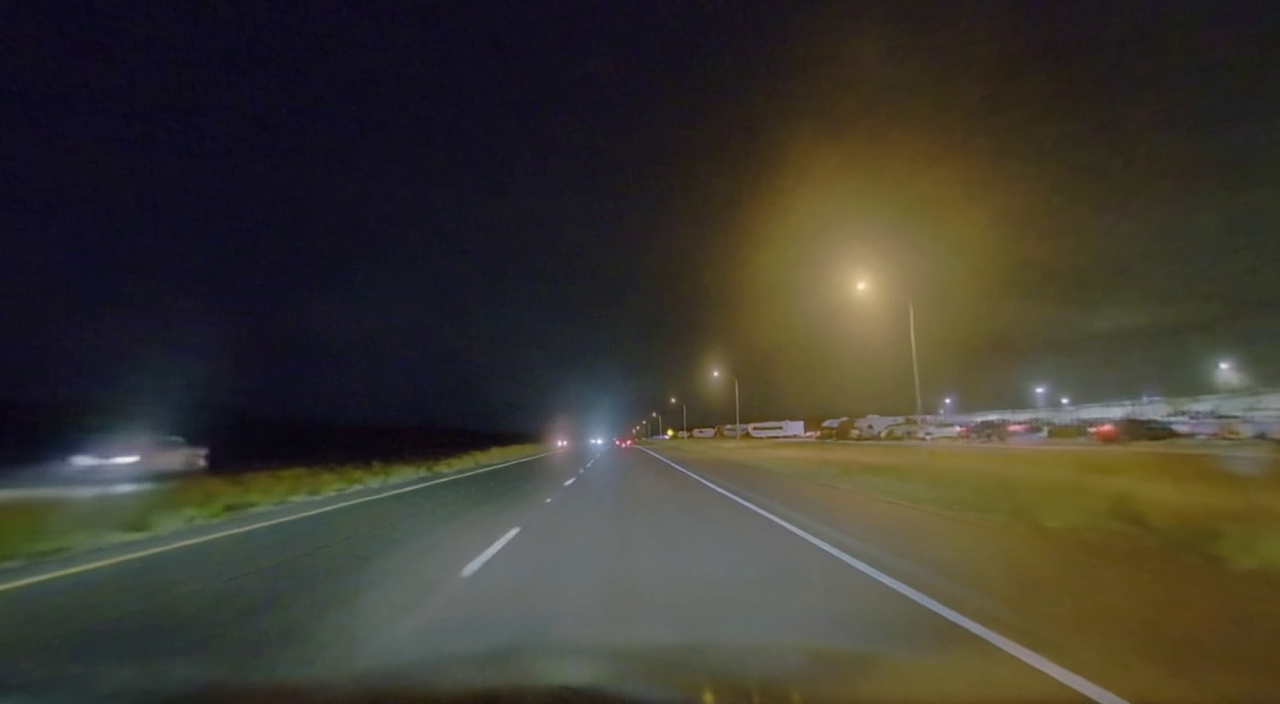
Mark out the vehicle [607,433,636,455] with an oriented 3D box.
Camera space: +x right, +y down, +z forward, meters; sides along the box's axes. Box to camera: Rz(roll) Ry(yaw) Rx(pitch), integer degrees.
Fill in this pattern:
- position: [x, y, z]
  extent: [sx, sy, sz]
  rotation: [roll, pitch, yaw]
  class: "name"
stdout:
- position: [-1.370, 6.733, 46.220]
  extent: [2.037, 1.504, 4.248]
  rotation: [0, -8, -2]
  class: "vehicle"
